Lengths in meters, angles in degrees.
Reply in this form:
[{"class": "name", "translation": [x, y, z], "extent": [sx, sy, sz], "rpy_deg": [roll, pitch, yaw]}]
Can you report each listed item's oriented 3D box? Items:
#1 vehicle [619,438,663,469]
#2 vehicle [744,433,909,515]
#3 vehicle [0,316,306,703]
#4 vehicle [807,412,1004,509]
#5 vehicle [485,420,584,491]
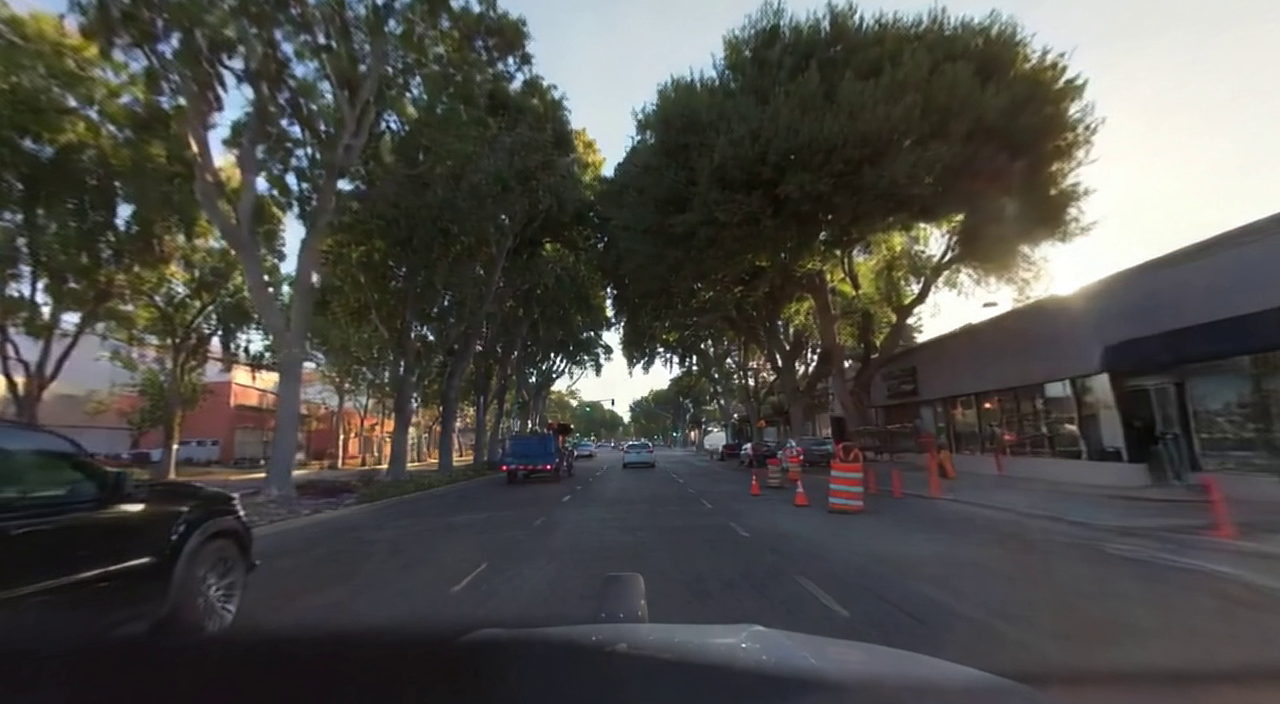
[{"class": "vehicle", "translation": [-0.022, 6.114, 38.111], "extent": [2.413, 1.748, 4.406], "rpy_deg": [0, -8, -2]}, {"class": "vehicle", "translation": [4.100, 2.757, 14.831], "extent": [2.082, 1.601, 4.451], "rpy_deg": [1, -8, -6]}, {"class": "vehicle", "translation": [-3.623, 0.750, 2.354], "extent": [2.327, 1.775, 4.430], "rpy_deg": [0, -8, 0]}, {"class": "vehicle", "translation": [6.653, 2.828, 16.898], "extent": [2.921, 2.166, 5.422], "rpy_deg": [0, -8, 1]}, {"class": "vehicle", "translation": [-3.357, 3.482, 21.501], "extent": [2.424, 2.063, 5.678], "rpy_deg": [0, -8, -1]}]
